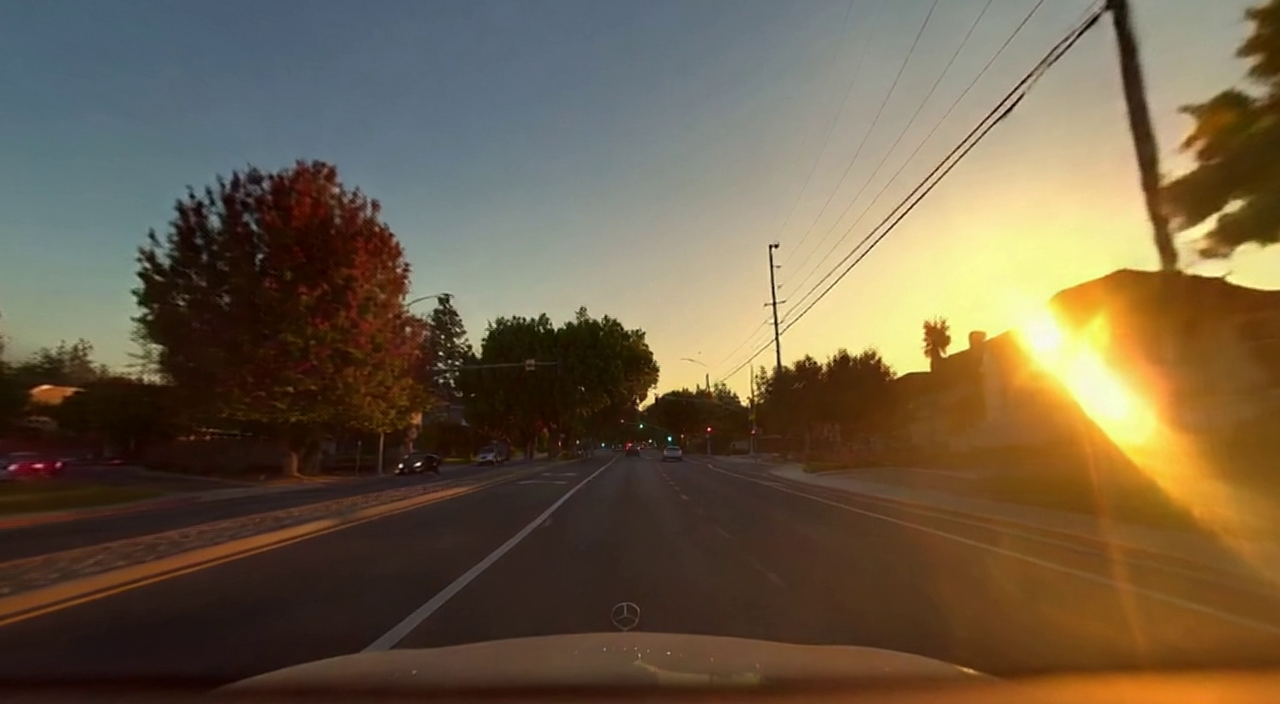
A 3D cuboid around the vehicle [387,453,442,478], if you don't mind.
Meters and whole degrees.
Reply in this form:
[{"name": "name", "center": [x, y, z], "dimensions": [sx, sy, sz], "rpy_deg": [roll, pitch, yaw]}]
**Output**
[{"name": "vehicle", "center": [-14.074, 7.093, 39.711], "dimensions": [1.888, 1.470, 4.282], "rpy_deg": [0, -9, 0]}]
